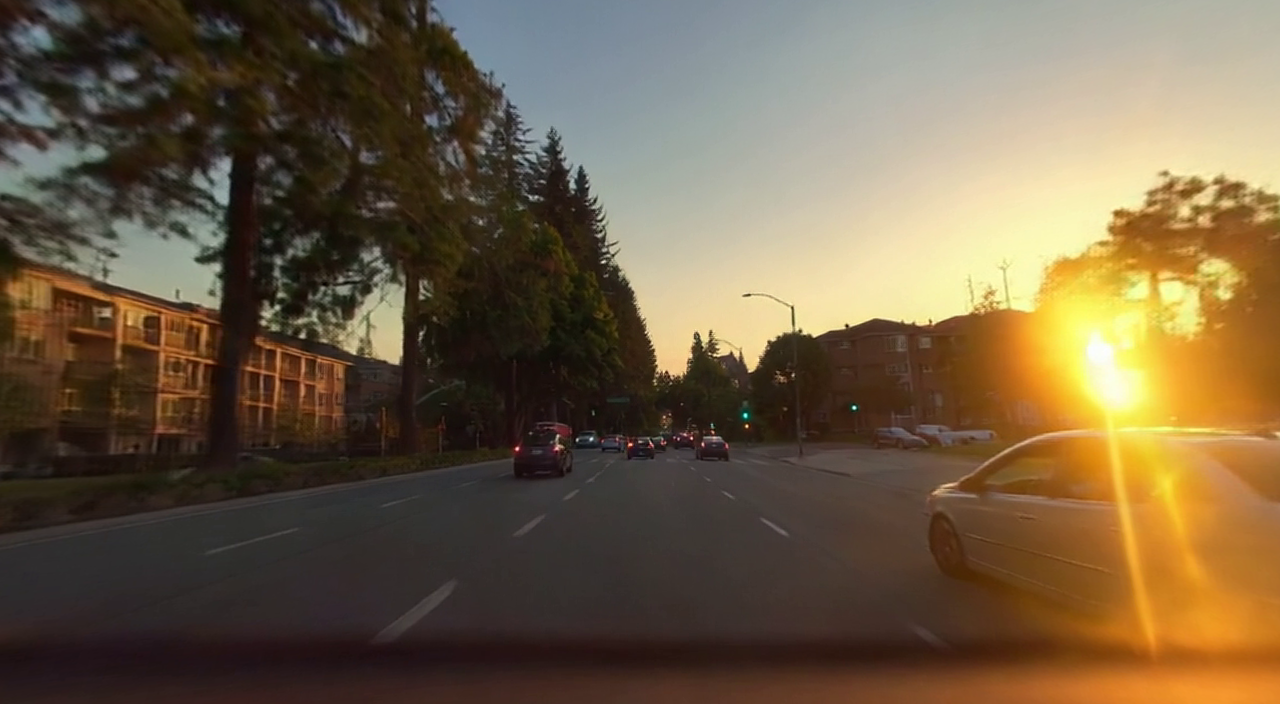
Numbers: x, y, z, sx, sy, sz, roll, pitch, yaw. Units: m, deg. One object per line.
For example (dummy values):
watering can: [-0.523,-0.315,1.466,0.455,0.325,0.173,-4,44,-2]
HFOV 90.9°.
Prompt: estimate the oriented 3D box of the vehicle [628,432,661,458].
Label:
vehicle: [0.279,6.315,42.648,2.110,1.662,4.262,0,-8,0]

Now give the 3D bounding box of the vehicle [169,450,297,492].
vehicle: [-15.752,4.613,24.749,1.901,1.438,4.557,0,-8,1]

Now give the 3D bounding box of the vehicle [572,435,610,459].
vehicle: [-3.209,6.360,42.284,1.997,1.479,4.547,0,-8,2]

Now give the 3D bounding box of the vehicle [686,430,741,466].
vehicle: [3.556,4.783,31.404,2.137,1.646,4.488,0,-8,-1]

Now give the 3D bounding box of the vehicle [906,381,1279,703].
vehicle: [3.668,1.074,3.869,2.128,1.502,4.572,0,-8,1]

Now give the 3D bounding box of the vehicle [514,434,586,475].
vehicle: [-3.489,4.080,25.339,2.049,1.485,4.656,0,-8,2]
